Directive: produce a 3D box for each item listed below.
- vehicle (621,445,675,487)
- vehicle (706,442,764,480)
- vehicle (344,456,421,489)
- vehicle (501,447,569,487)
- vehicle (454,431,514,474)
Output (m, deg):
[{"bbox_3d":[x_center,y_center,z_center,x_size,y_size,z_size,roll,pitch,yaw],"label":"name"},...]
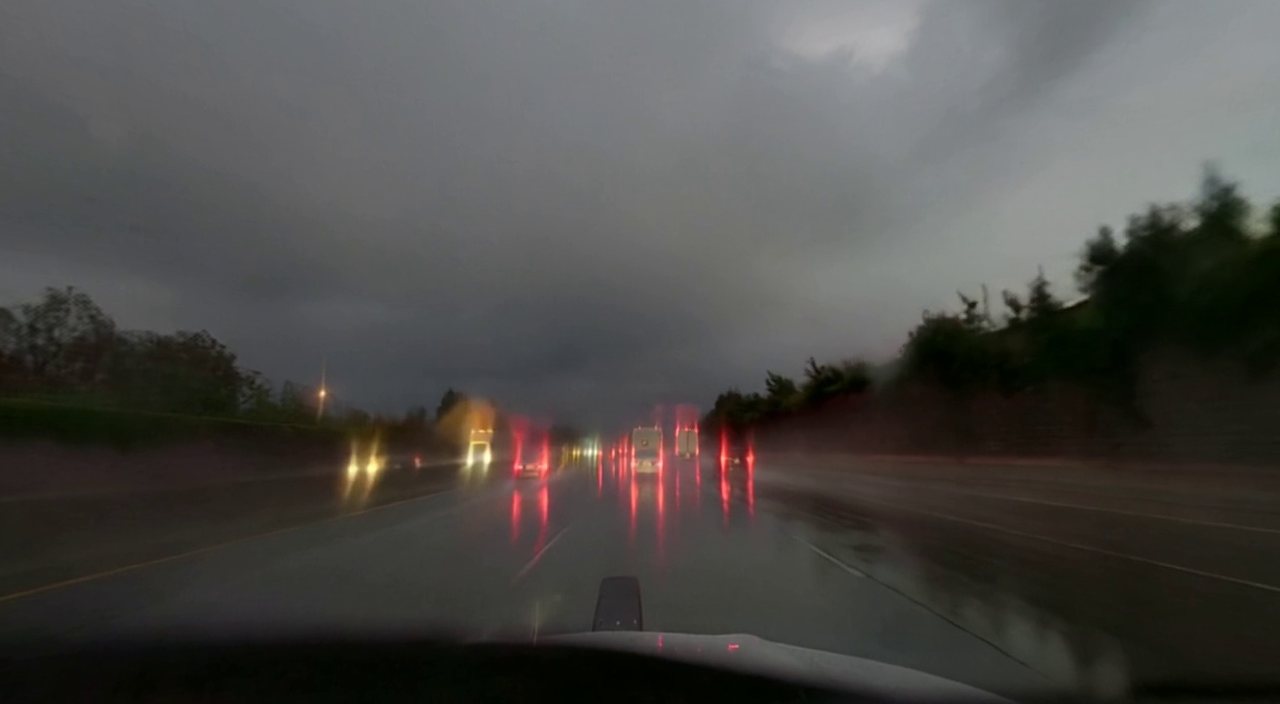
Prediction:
[{"bbox_3d":[0.287,4.604,25.664,2.015,1.526,4.286,0,-9,0],"label":"vehicle"},{"bbox_3d":[4.402,5.113,29.596,2.018,1.639,4.149,0,-9,-1],"label":"vehicle"},{"bbox_3d":[-12.695,5.948,31.232,1.923,1.488,4.501,0,-9,1],"label":"vehicle"},{"bbox_3d":[-4.206,4.689,25.829,1.967,1.473,4.439,0,-9,1],"label":"vehicle"},{"bbox_3d":[-12.176,7.923,49.692,2.653,3.121,6.846,-1,-9,3],"label":"vehicle"}]
